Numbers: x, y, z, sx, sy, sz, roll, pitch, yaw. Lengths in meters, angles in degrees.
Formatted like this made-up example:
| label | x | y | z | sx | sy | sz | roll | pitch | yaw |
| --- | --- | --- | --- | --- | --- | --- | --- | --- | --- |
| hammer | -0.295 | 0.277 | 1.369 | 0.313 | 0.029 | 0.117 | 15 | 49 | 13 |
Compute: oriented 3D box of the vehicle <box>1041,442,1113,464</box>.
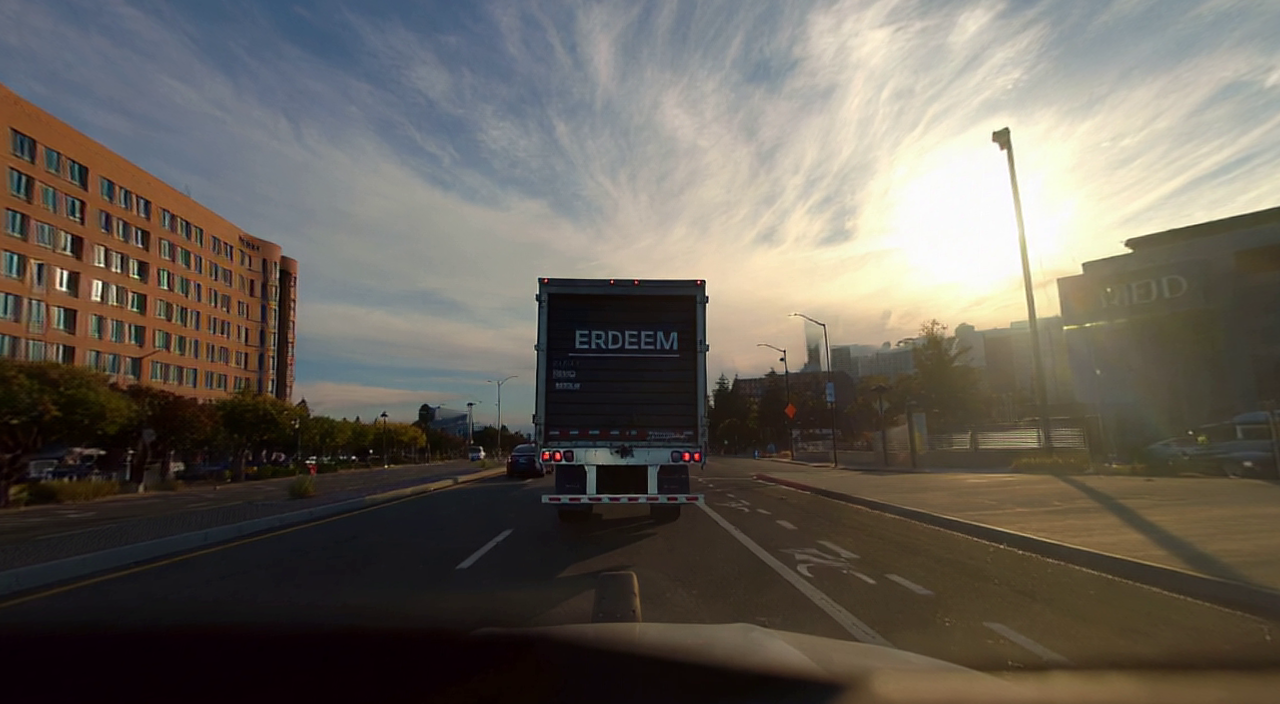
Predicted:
| label | x | y | z | sx | sy | sz | roll | pitch | yaw |
| --- | --- | --- | --- | --- | --- | --- | --- | --- | --- |
| vehicle | 31.366 | 7.221 | 45.168 | 1.652 | 1.423 | 3.797 | 5 | -9 | -35 |

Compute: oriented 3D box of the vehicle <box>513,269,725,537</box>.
| label | x | y | z | sx | sy | sz | roll | pitch | yaw |
| --- | --- | --- | --- | --- | --- | --- | --- | --- | --- |
| vehicle | -0.186 | 1.289 | 13.406 | 2.876 | 3.724 | 9.351 | -1 | -8 | 1 |
